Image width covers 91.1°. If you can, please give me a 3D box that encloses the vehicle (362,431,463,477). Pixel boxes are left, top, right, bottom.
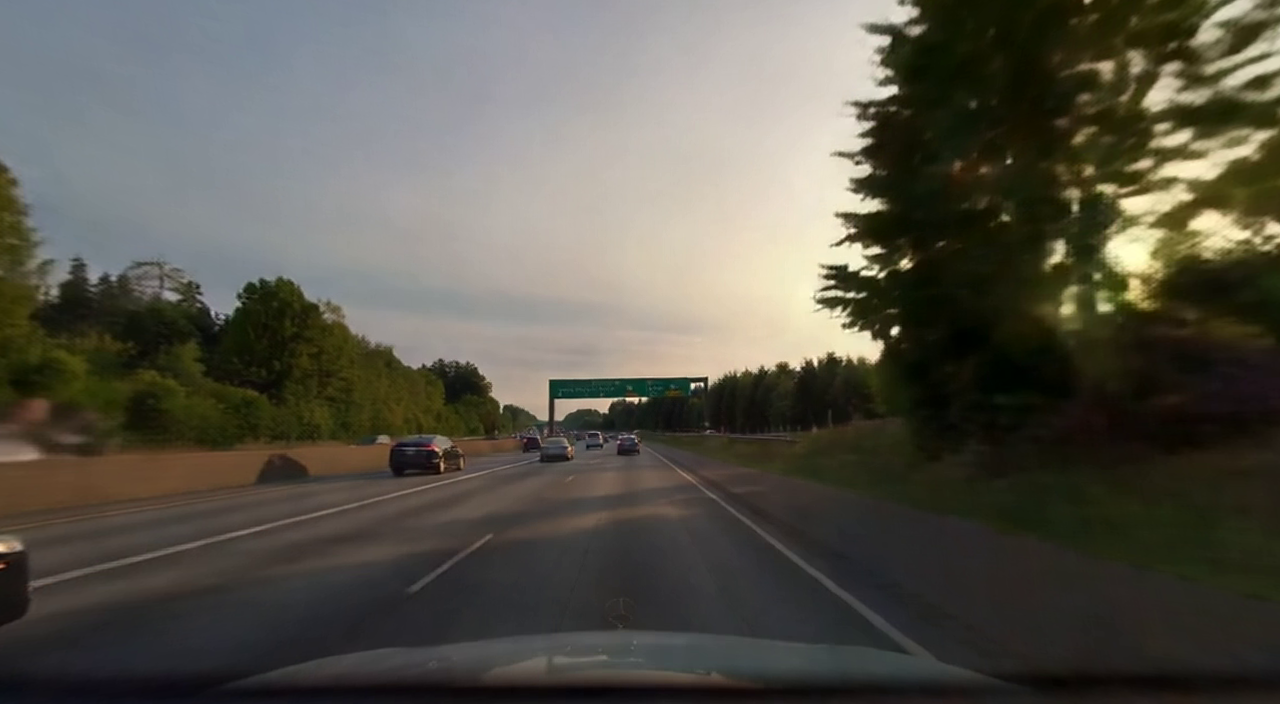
[{"bbox_3d":[-8.310,3.755,23.511,1.953,1.524,4.863,0,-8,0],"label":"vehicle"}]

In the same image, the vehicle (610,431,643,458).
[{"bbox_3d":[-0.849,5.939,40.395,2.002,1.611,3.778,0,-8,0],"label":"vehicle"}]

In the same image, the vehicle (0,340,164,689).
[{"bbox_3d":[-4.344,0.705,2.172,1.971,1.822,4.366,0,-8,-1],"label":"vehicle"}]

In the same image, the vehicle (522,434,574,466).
[{"bbox_3d":[-4.474,4.805,31.080,1.909,1.445,4.087,0,-8,0],"label":"vehicle"}]
